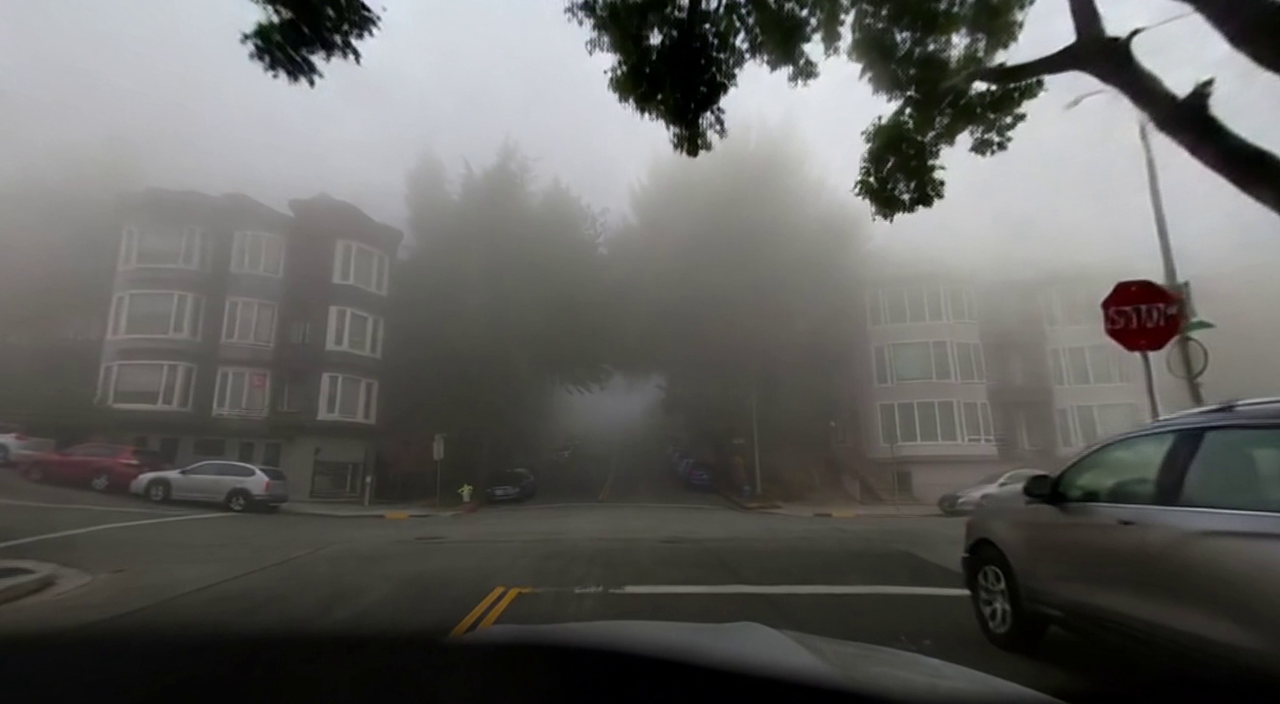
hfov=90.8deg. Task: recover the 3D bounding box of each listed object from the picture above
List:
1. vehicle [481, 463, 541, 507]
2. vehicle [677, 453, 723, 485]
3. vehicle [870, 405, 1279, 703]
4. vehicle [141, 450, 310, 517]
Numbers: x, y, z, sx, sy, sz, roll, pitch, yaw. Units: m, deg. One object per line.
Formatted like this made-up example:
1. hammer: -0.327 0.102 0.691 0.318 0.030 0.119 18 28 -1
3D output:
1. vehicle: -5.880 6.111 29.289 1.987 1.662 4.141 -2 -8 -1
2. vehicle: 3.414 6.760 36.918 2.051 1.526 4.673 0 -7 -2
3. vehicle: 3.341 1.188 3.724 2.064 1.548 5.186 0 -8 1
4. vehicle: -13.984 4.468 21.504 4.243 1.676 1.844 6 -12 2
